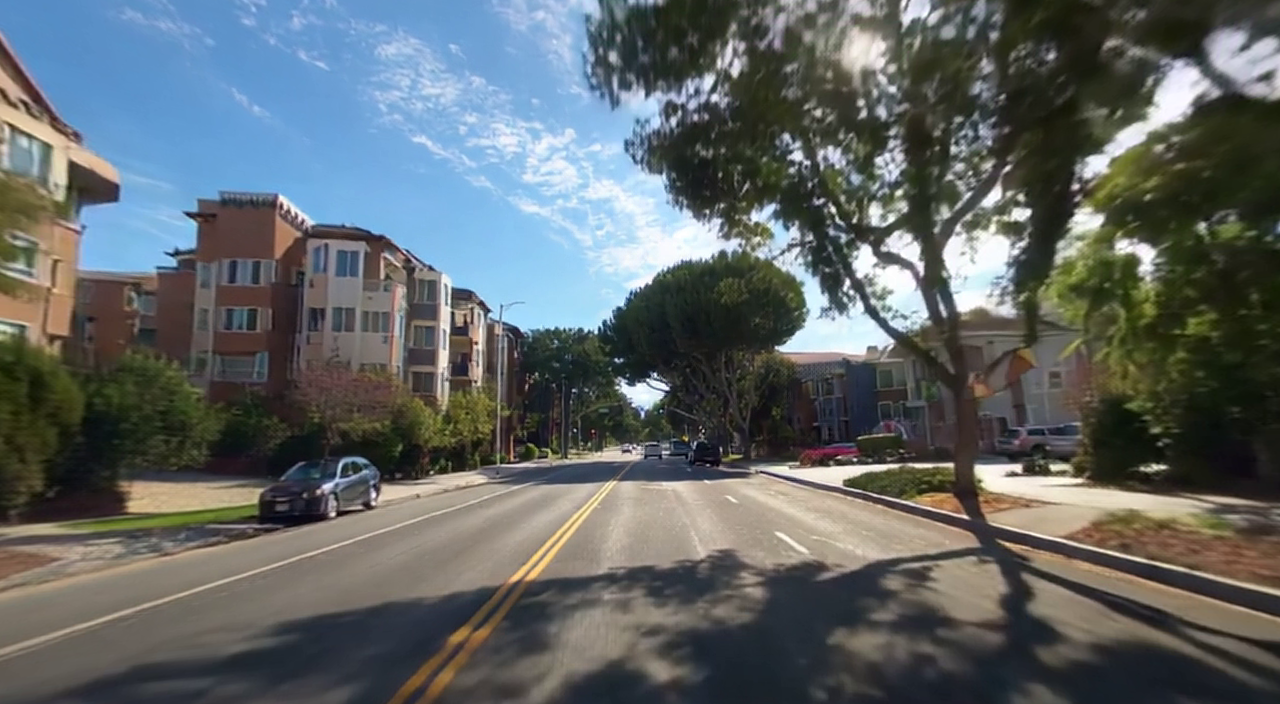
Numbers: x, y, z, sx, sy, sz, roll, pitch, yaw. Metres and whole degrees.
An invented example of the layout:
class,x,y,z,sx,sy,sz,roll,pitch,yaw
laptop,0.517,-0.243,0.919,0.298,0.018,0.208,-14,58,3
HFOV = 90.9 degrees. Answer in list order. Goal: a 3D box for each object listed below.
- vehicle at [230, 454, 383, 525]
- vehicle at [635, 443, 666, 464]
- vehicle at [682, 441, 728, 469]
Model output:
class,x,y,z,sx,sy,sz,roll,pitch,yaw
vehicle,-9.380,3.838,18.221,1.933,1.498,4.446,-4,-7,1
vehicle,0.730,7.415,46.144,2.097,1.463,4.043,-1,-9,0
vehicle,3.702,6.022,36.904,2.078,1.488,4.741,0,-9,-1
